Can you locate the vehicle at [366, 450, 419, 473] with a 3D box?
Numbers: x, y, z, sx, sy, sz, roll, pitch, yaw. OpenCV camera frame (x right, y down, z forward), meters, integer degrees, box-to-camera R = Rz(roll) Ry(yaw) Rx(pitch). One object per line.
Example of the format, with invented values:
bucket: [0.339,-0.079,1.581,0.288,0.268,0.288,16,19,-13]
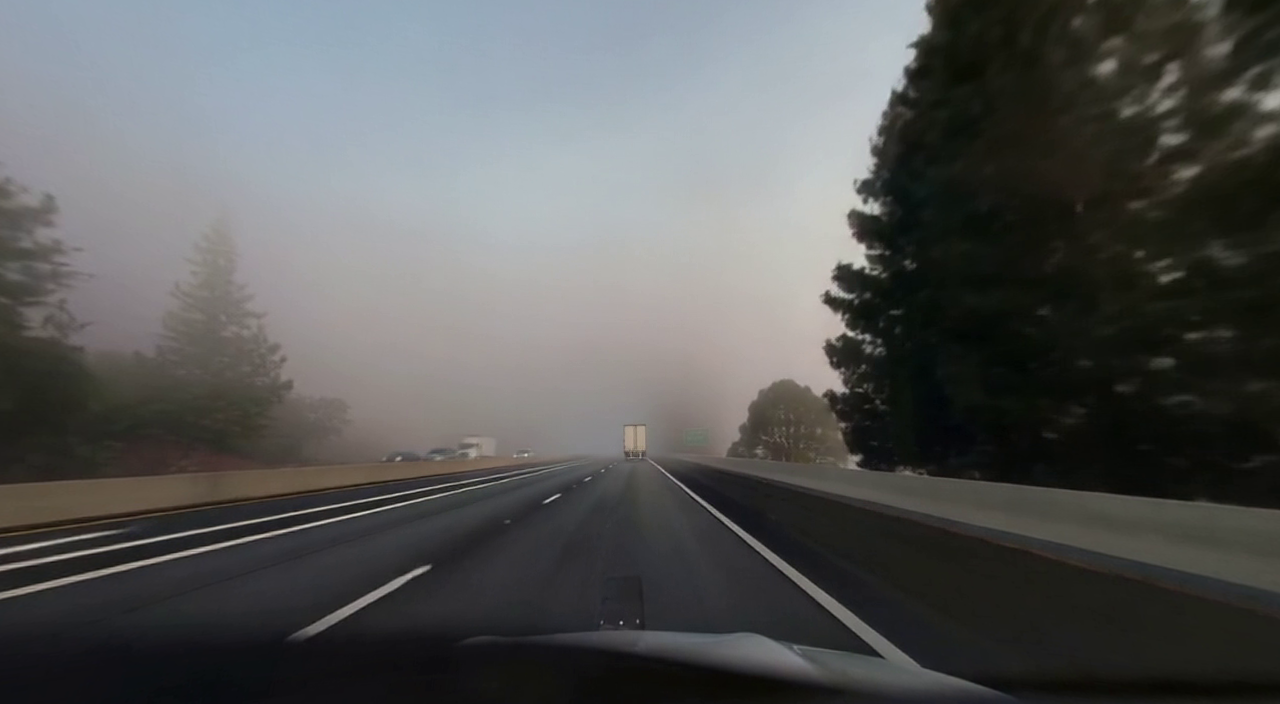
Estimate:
vehicle: [-18.219,8.099,46.738,1.950,1.586,4.785,0,-9,0]
